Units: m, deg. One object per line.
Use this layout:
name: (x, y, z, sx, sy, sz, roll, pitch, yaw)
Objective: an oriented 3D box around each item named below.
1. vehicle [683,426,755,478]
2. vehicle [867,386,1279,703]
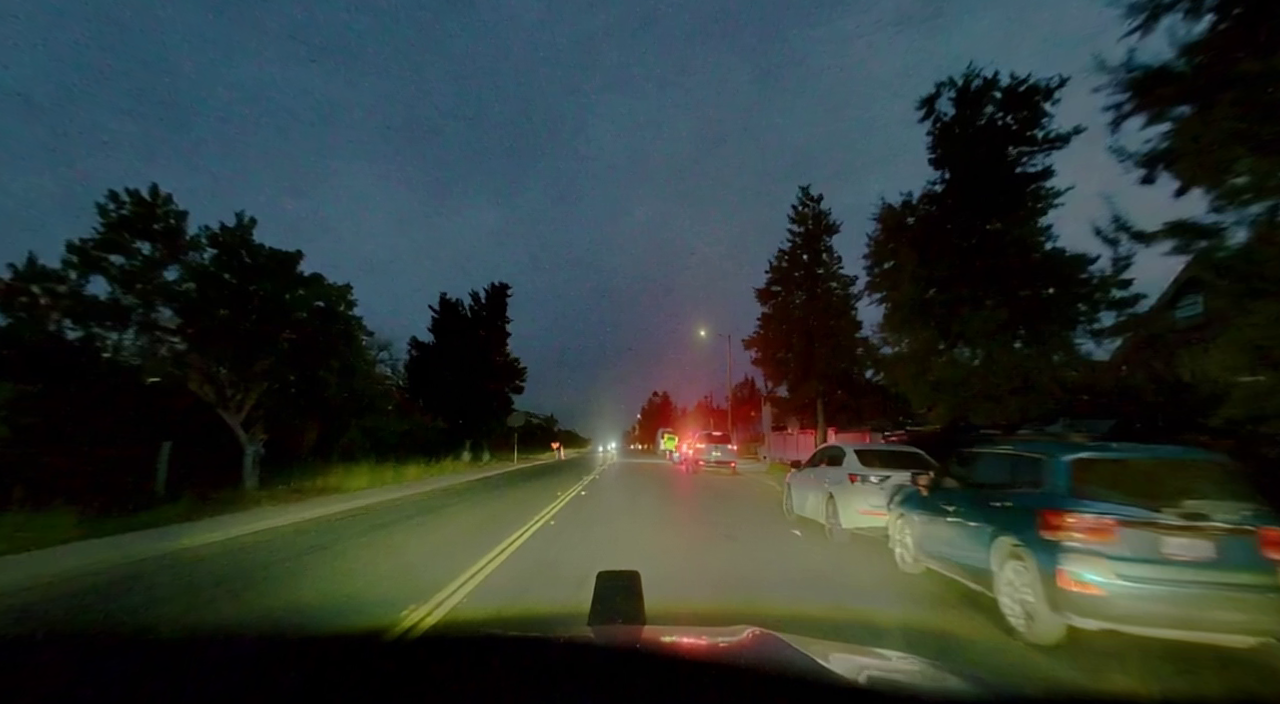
vehicle: (3.145, 4.153, 26.329, 2.293, 1.957, 4.934, 0, -9, 0)
vehicle: (3.282, 1.122, 3.811, 2.019, 1.517, 4.434, 0, -9, -2)
